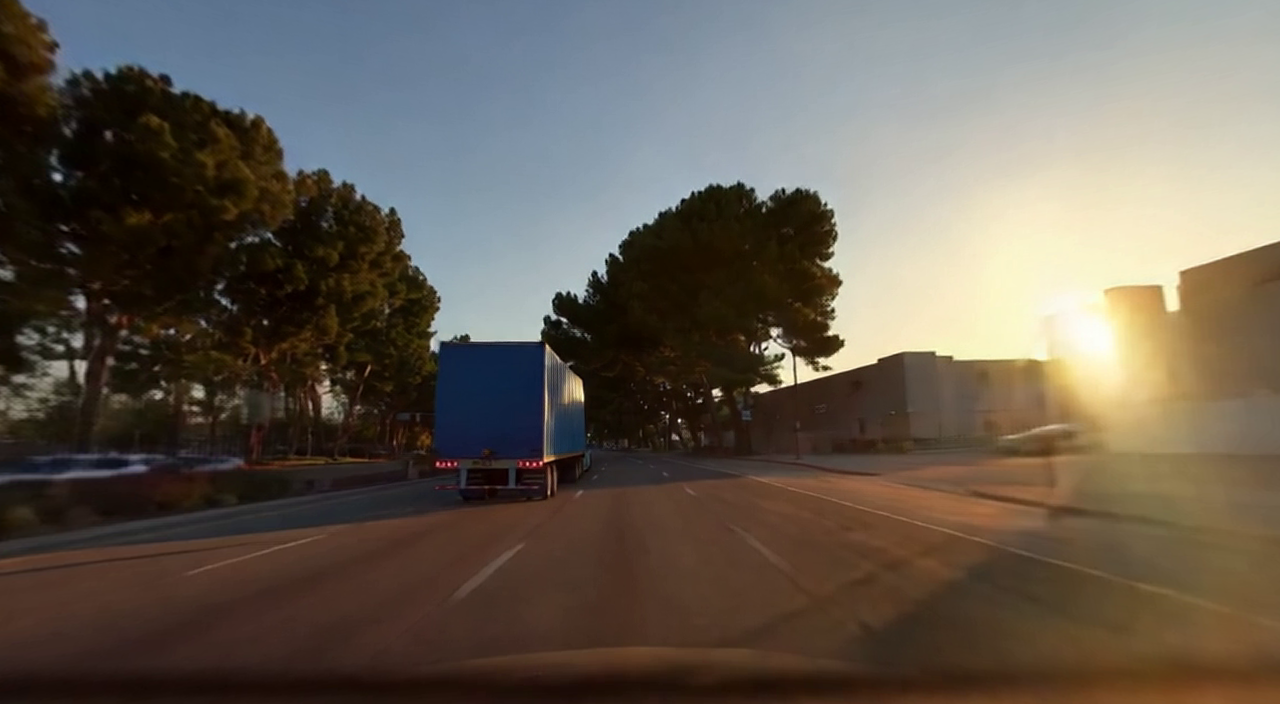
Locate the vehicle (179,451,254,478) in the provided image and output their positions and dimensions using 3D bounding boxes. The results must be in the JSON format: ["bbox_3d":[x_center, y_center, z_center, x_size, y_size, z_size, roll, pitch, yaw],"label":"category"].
[{"bbox_3d":[-26.384,6.989,39.523,1.813,1.503,4.392,0,-9,-3],"label":"vehicle"}]

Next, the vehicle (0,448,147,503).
[{"bbox_3d":[-18.513,3.804,20.009,1.899,1.498,4.813,0,-9,0],"label":"vehicle"}]

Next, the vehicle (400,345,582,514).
[{"bbox_3d":[-3.388,2.184,17.069,2.910,3.419,8.376,0,-9,0],"label":"vehicle"}]
